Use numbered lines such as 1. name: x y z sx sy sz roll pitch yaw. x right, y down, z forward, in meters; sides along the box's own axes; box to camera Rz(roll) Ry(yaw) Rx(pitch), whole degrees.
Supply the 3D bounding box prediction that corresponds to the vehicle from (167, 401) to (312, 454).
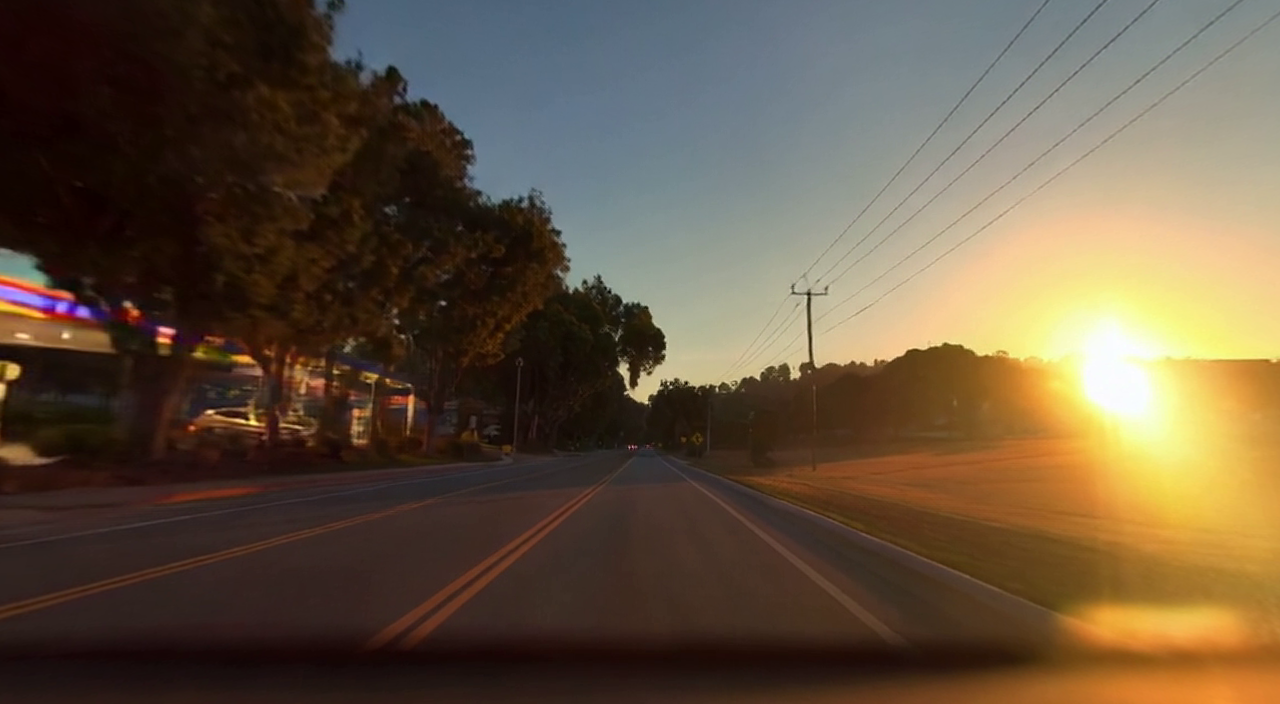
1. vehicle: -22.587 4.230 35.685 6.311 2.571 3.118 1 -6 12
